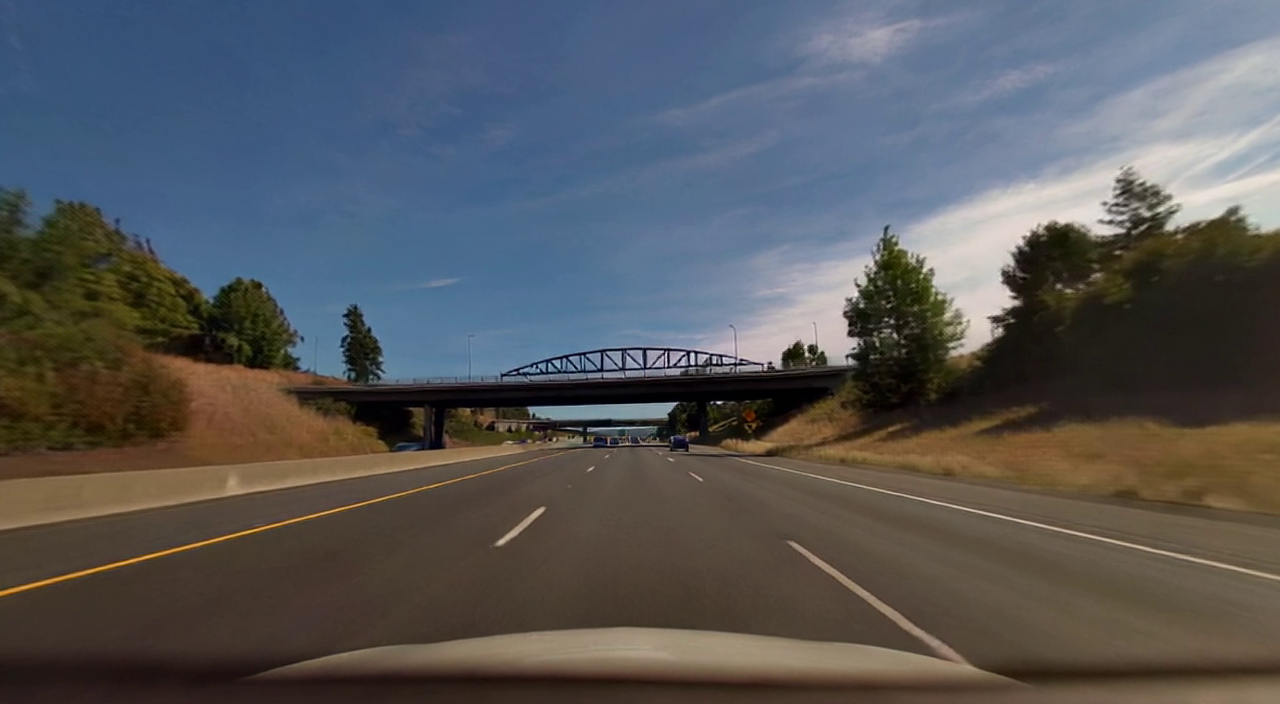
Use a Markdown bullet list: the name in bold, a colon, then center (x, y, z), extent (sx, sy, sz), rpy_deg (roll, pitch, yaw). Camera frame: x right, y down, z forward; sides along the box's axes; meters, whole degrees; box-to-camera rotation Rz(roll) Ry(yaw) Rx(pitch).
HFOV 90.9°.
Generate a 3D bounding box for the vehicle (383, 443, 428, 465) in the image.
- **vehicle**: center (-17.188, 7.460, 46.378), extent (1.796, 1.521, 4.008), rpy_deg (0, -8, -1)
